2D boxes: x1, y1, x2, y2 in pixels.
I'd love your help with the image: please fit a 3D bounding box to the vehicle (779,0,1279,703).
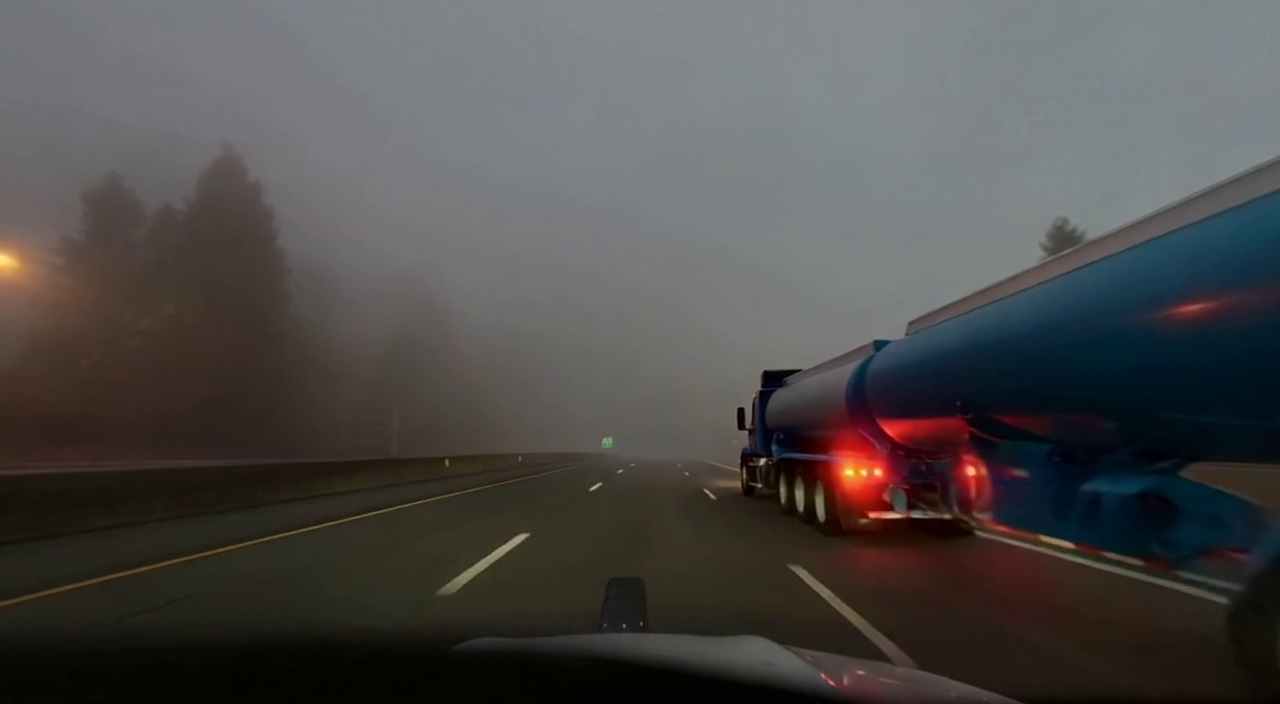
[{"bbox_3d":[4.114,0.444,5.024,2.880,3.624,14.397,0,-8,1],"label":"vehicle"}]
